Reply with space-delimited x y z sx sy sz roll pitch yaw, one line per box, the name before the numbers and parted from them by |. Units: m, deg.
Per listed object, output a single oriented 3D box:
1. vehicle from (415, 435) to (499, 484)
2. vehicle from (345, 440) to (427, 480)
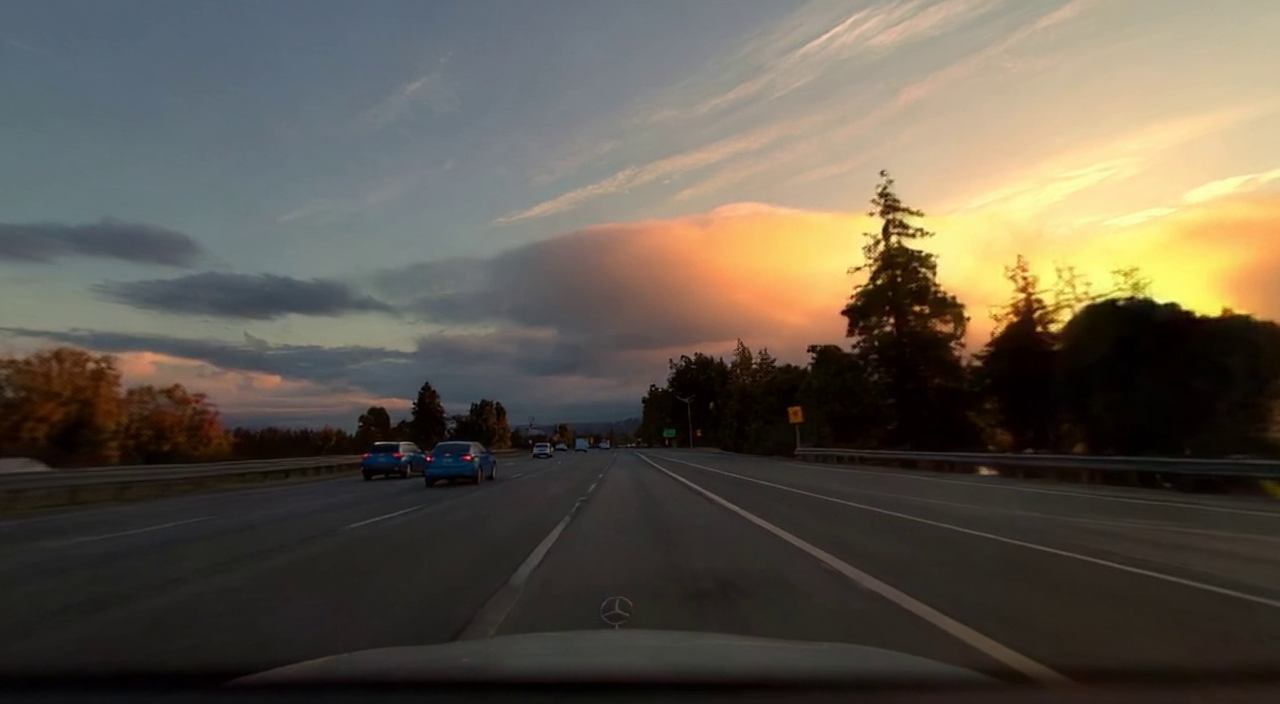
vehicle | -7.316 4.348 25.741 2.146 1.766 4.502 0 -9 -1
vehicle | -11.656 4.976 29.325 2.016 1.711 4.365 0 -9 -1
